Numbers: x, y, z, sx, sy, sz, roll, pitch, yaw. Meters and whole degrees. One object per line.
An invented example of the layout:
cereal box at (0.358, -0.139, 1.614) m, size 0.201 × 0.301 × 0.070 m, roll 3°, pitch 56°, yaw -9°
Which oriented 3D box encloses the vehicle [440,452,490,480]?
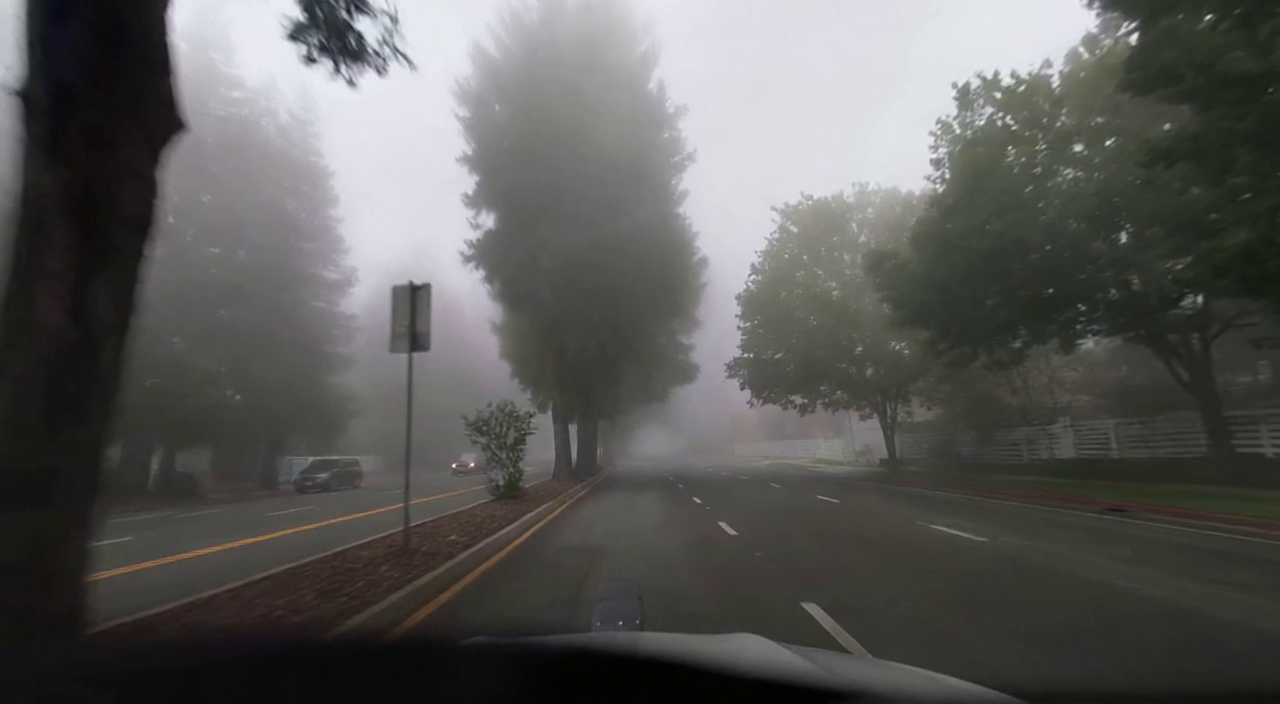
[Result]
vehicle at (-10.811, 7.052, 39.324) m, size 2.011 × 1.553 × 4.390 m, roll 0°, pitch -8°, yaw -2°

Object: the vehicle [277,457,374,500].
vehicle at (-14.246, 5.715, 28.981) m, size 2.012 × 1.653 × 4.706 m, roll 0°, pitch -8°, yaw 0°
